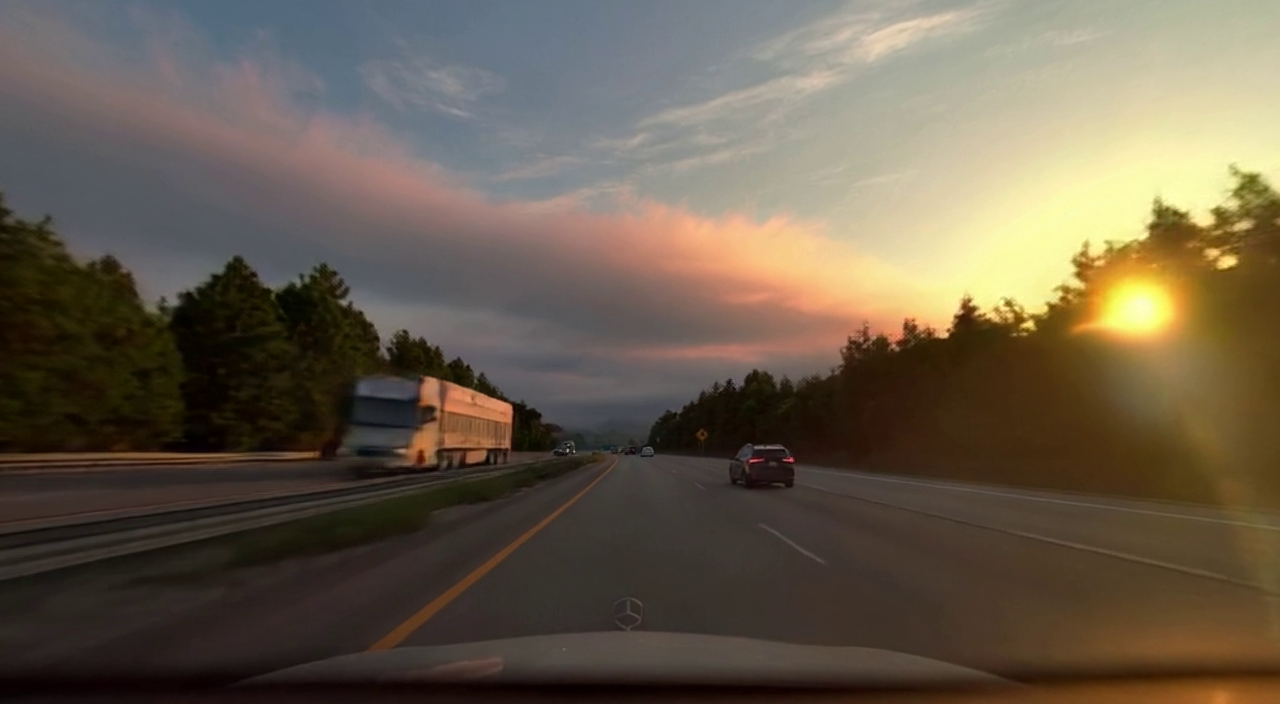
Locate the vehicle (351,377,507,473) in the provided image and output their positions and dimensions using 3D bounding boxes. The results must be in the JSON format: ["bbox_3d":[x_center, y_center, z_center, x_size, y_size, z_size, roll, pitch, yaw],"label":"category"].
[{"bbox_3d":[-9.409,3.774,30.616,3.048,3.633,13.591,0,-9,-1],"label":"vehicle"}]

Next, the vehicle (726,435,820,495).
[{"bbox_3d":[4.084,3.561,20.175,1.933,1.663,4.440,0,-9,-1],"label":"vehicle"}]
